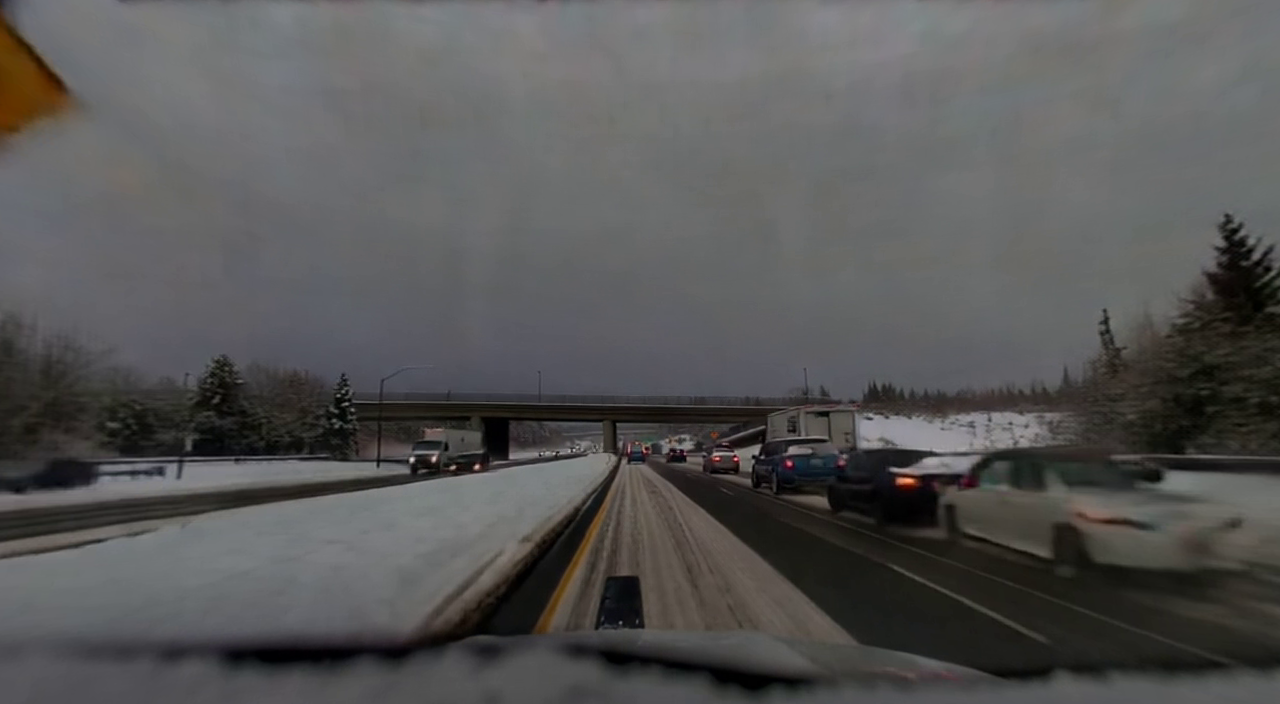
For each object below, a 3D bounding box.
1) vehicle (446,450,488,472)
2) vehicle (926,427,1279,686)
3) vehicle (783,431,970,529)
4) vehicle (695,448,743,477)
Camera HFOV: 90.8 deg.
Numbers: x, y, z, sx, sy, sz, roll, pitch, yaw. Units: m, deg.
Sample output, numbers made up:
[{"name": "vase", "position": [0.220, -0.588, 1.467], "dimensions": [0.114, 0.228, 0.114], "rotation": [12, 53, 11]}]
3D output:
[{"name": "vehicle", "position": [-13.333, 8.404, 48.993], "dimensions": [1.971, 1.612, 4.481], "rotation": [0, -9, -1]}, {"name": "vehicle", "position": [4.628, 1.481, 5.635], "dimensions": [1.927, 1.489, 4.478], "rotation": [0, -9, -2]}, {"name": "vehicle", "position": [4.668, 2.577, 13.374], "dimensions": [2.084, 1.698, 4.489], "rotation": [0, -9, -2]}, {"name": "vehicle", "position": [4.245, 6.025, 34.622], "dimensions": [1.971, 1.453, 4.414], "rotation": [0, -9, -2]}]
